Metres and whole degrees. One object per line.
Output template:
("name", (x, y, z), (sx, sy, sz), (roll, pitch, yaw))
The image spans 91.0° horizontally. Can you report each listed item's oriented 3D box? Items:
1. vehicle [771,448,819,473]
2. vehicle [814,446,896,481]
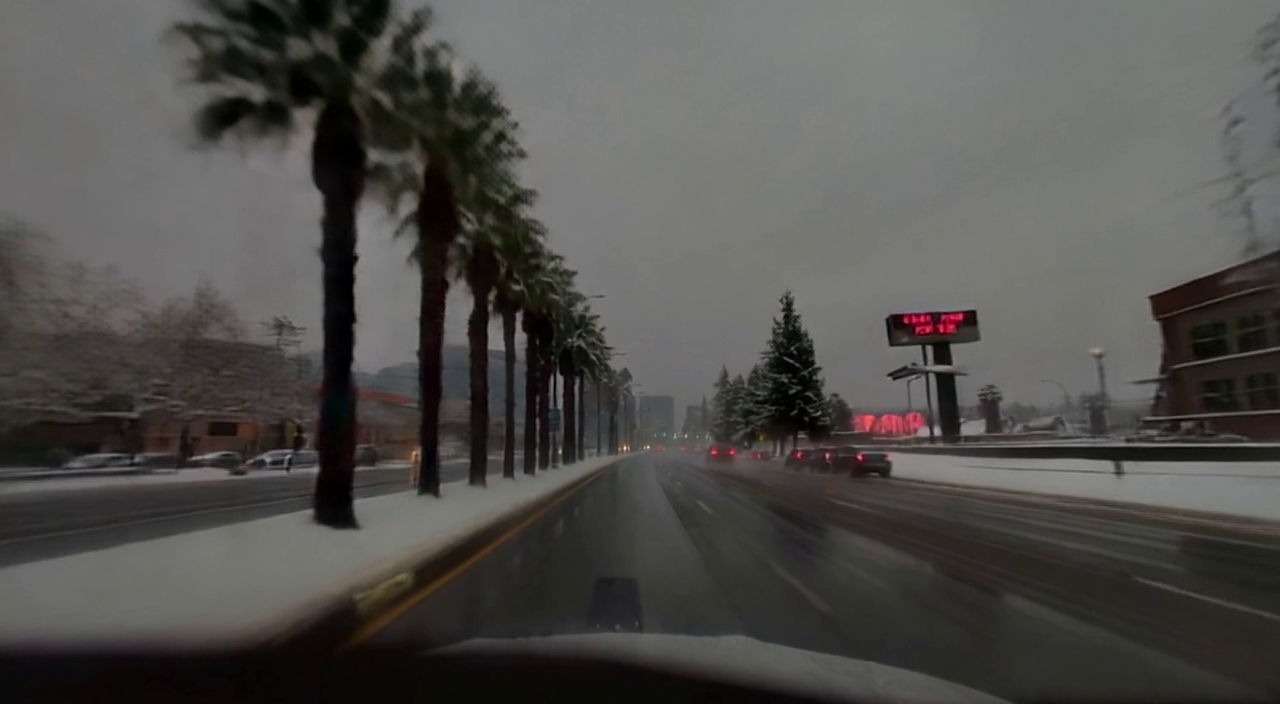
("vehicle", (10.055, 7.048, 41.109), (1.875, 1.491, 4.780), (0, -9, 0))
("vehicle", (10.235, 5.336, 30.360), (2.086, 1.545, 4.645), (1, -9, -3))
